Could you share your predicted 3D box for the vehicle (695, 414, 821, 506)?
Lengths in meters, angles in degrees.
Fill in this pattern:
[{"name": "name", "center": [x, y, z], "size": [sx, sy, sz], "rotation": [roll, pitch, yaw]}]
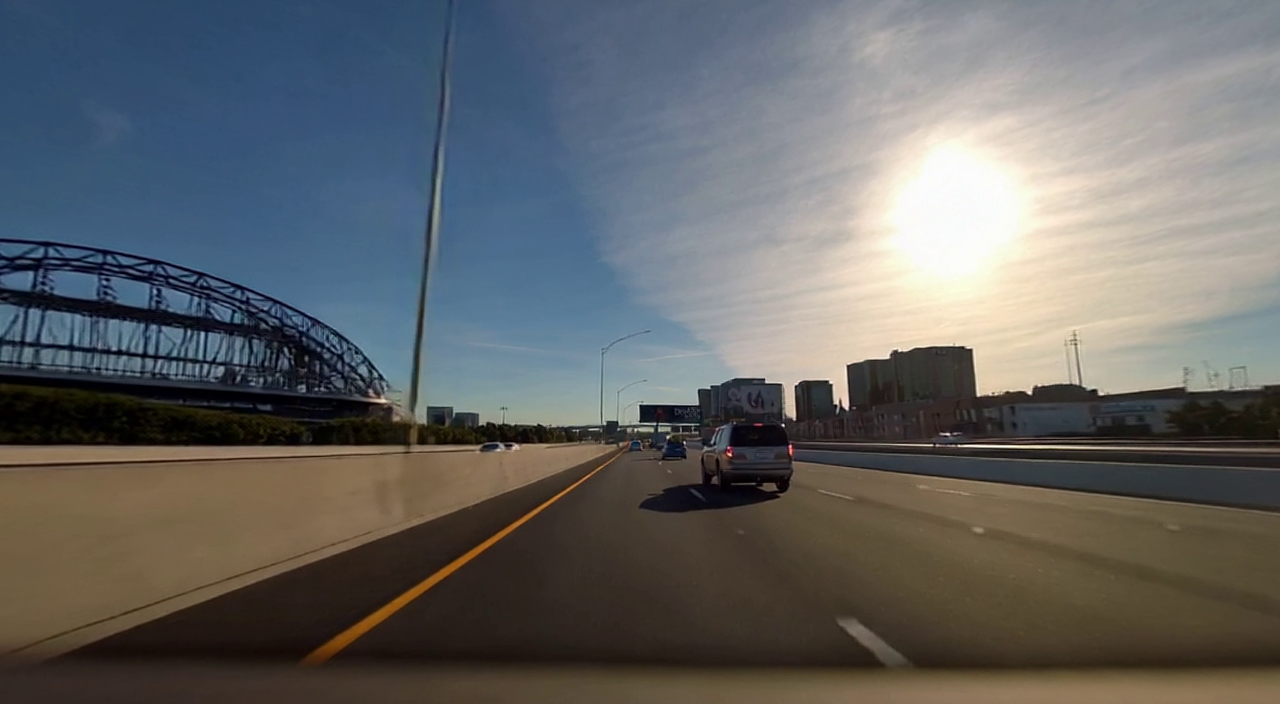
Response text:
[{"name": "vehicle", "center": [2.802, 2.731, 16.356], "size": [2.199, 2.002, 4.970], "rotation": [0, -8, -1]}]
